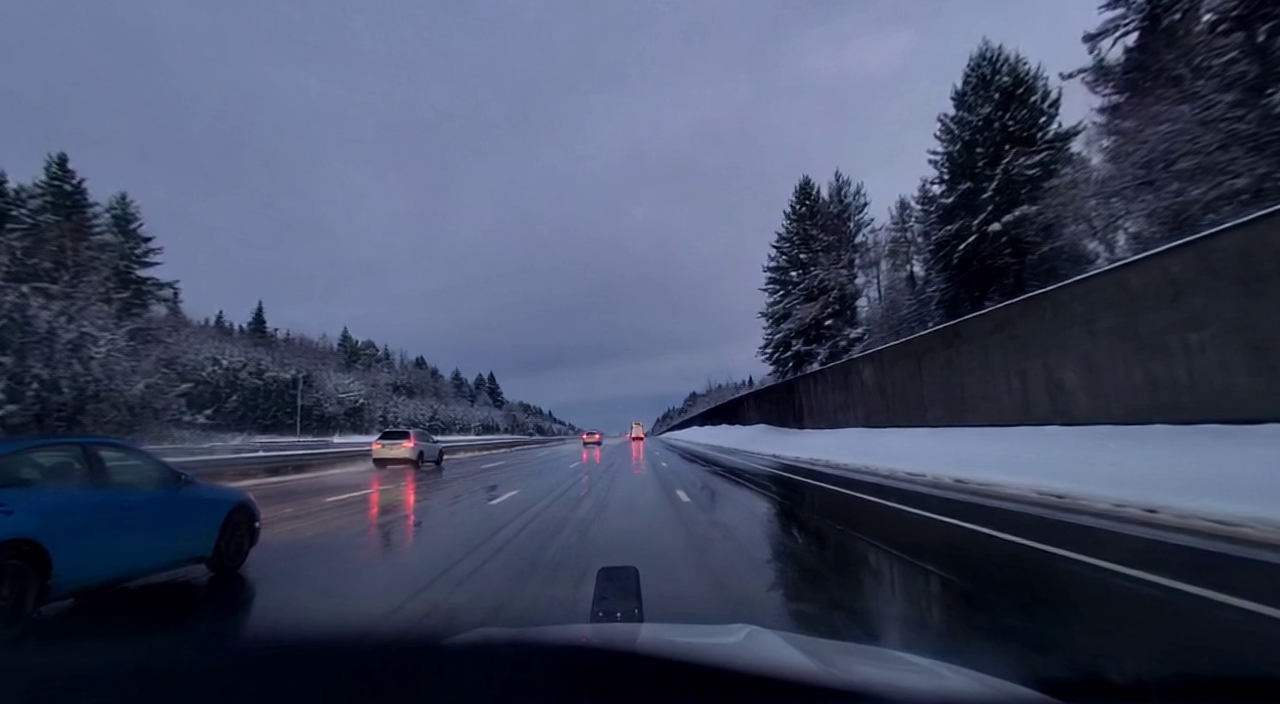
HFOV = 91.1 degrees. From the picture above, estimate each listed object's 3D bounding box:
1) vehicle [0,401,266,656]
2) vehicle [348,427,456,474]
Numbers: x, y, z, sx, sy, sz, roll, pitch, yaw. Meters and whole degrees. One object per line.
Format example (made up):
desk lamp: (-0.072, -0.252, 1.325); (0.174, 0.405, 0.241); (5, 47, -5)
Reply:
vehicle: (-4.830, 1.123, 4.297); (2.079, 1.500, 3.881); (0, -8, 1)
vehicle: (-8.748, 3.656, 23.661); (2.053, 1.582, 4.878); (0, -8, 1)
